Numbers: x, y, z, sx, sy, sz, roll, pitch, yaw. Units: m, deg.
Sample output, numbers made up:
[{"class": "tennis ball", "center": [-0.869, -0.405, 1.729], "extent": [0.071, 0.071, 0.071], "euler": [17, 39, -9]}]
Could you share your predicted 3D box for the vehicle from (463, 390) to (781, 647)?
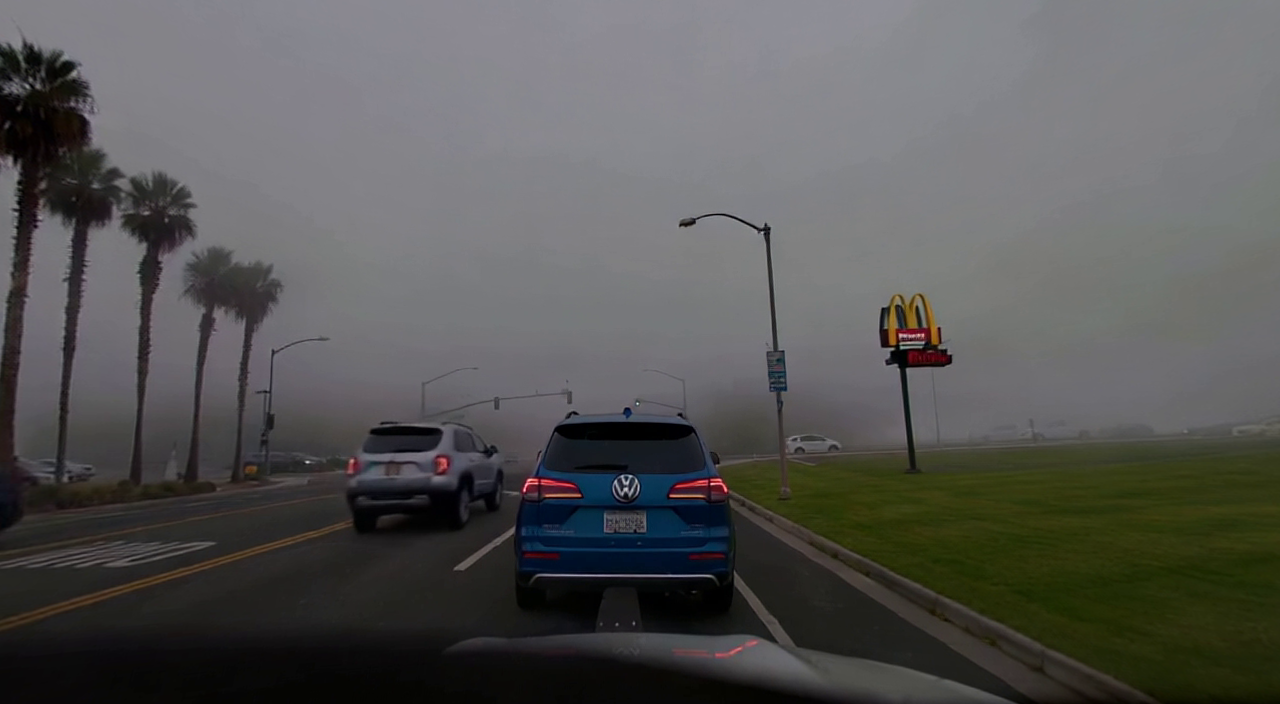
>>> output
[{"class": "vehicle", "center": [-0.142, 1.418, 6.322], "extent": [2.137, 1.728, 3.926], "euler": [0, -9, -1]}]

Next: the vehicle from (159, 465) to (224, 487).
[{"class": "vehicle", "center": [-33.313, 9.204, 47.022], "extent": [1.792, 1.439, 3.952], "euler": [-1, -9, 3]}]

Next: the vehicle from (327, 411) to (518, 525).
[{"class": "vehicle", "center": [-4.288, 2.403, 13.615], "extent": [2.344, 1.980, 5.009], "euler": [0, -9, 0]}]
